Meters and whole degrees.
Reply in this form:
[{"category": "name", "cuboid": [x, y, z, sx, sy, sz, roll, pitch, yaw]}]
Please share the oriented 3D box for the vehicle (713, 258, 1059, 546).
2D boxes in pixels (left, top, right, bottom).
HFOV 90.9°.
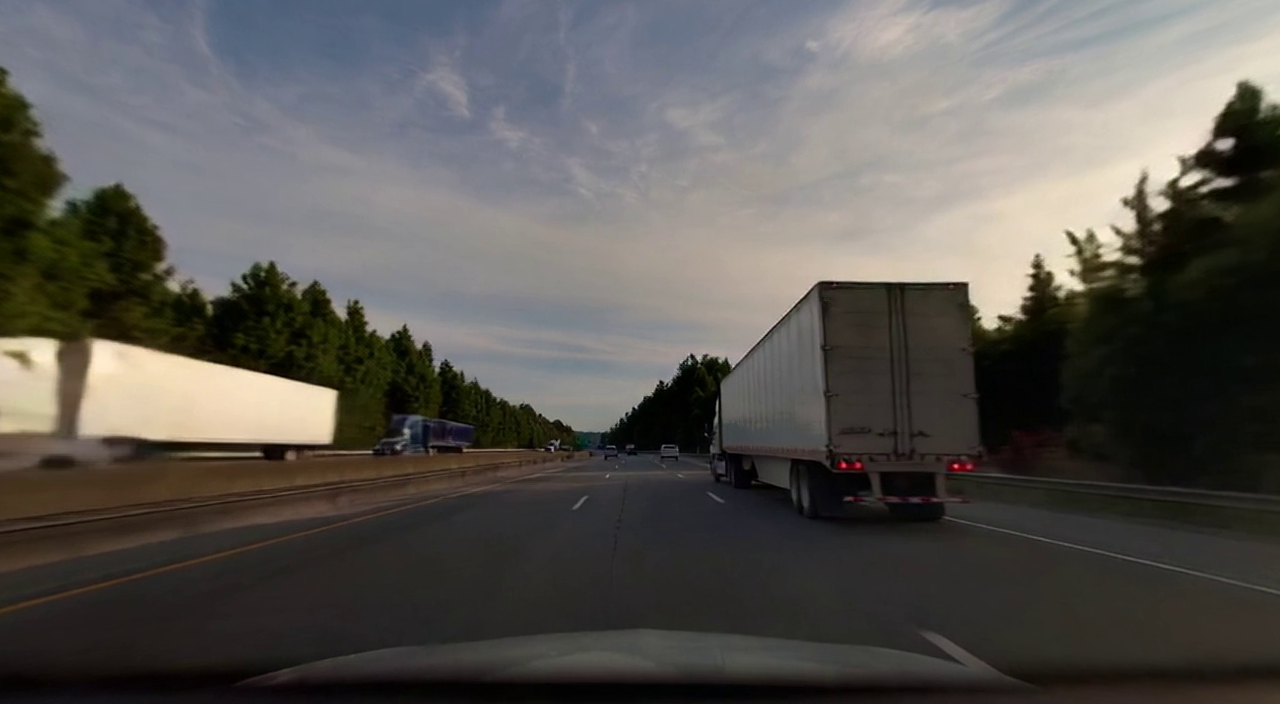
[{"category": "vehicle", "cuboid": [4.127, 1.668, 15.372, 2.950, 4.033, 13.276, 0, -9, -1]}]
